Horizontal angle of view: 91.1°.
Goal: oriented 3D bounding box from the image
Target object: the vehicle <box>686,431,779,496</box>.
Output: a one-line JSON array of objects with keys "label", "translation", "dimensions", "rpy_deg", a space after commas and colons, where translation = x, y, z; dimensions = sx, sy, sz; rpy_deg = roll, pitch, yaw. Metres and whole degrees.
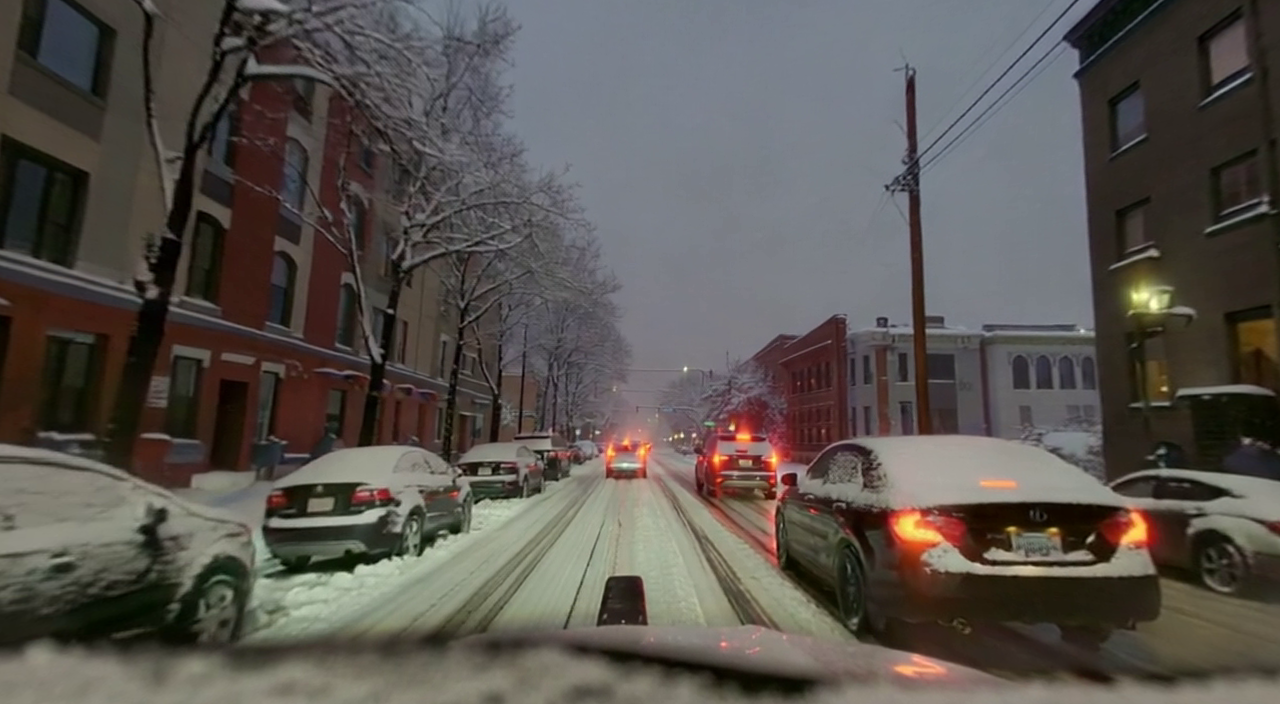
[{"label": "vehicle", "translation": [2.645, 3.310, 19.090], "dimensions": [2.002, 1.707, 4.547], "rpy_deg": [0, -8, -1]}]

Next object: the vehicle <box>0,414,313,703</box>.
[{"label": "vehicle", "translation": [-3.557, 1.033, 2.670], "dimensions": [1.955, 1.504, 4.618], "rpy_deg": [0, -8, -2]}]

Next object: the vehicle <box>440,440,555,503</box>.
[{"label": "vehicle", "translation": [-3.698, 3.188, 17.270], "dimensions": [1.972, 1.471, 4.795], "rpy_deg": [0, -8, 1]}]

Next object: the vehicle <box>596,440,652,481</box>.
[{"label": "vehicle", "translation": [-0.587, 4.146, 24.279], "dimensions": [2.007, 1.460, 3.923], "rpy_deg": [0, -8, 0]}]

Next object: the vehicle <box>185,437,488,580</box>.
[{"label": "vehicle", "translation": [-3.679, 1.953, 8.753], "dimensions": [1.954, 1.462, 4.407], "rpy_deg": [0, -8, 1]}]

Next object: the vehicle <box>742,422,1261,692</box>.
[{"label": "vehicle", "translation": [2.435, 1.501, 5.918], "dimensions": [2.080, 1.495, 4.591], "rpy_deg": [0, -8, -1]}]
